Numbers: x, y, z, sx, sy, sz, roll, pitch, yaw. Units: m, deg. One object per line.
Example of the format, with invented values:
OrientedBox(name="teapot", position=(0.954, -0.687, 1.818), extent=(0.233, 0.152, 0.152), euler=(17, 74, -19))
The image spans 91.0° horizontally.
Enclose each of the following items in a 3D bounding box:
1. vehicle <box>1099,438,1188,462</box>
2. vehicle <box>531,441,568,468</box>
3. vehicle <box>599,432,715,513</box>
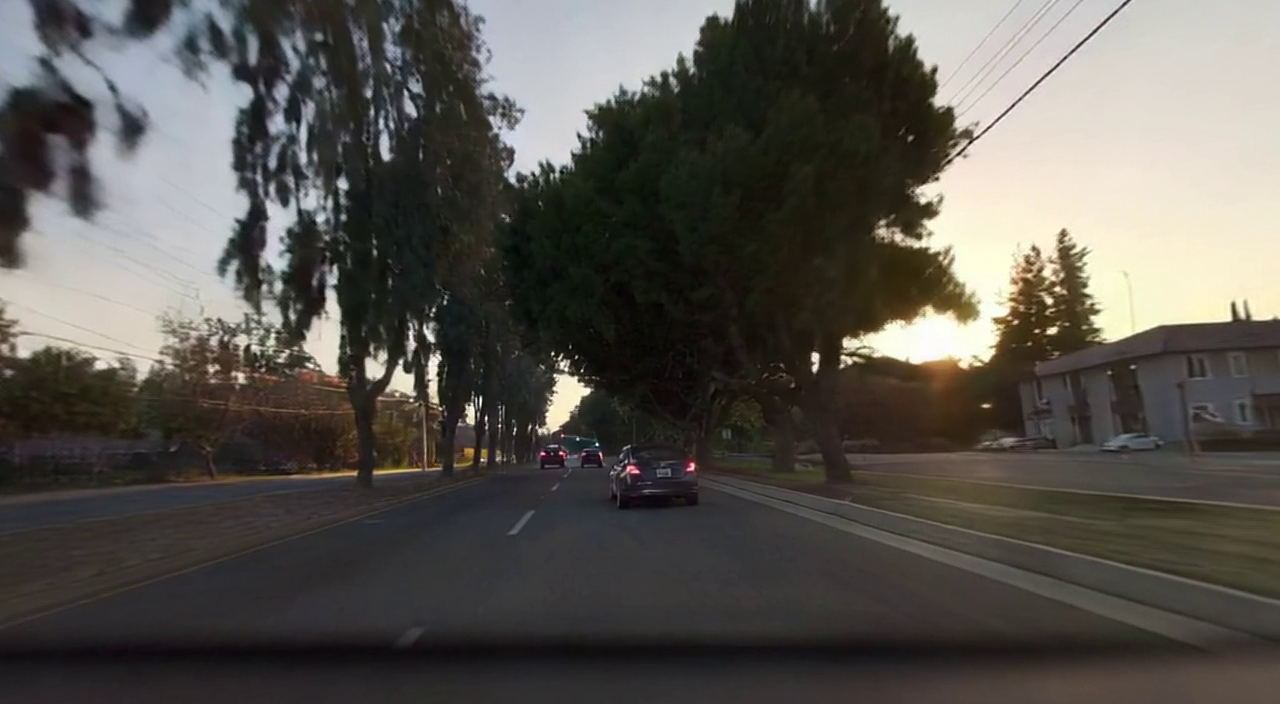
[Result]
OrientedBox(name="vehicle", position=(33.756, 6.580, 42.402), extent=(1.867, 1.471, 4.788), euler=(0, -9, -3))
OrientedBox(name="vehicle", position=(-6.274, 7.150, 44.057), extent=(2.189, 1.776, 4.342), euler=(1, -9, -4))
OrientedBox(name="vehicle", position=(0.194, 2.809, 15.220), extent=(2.235, 1.597, 4.918), euler=(1, -9, -5))
